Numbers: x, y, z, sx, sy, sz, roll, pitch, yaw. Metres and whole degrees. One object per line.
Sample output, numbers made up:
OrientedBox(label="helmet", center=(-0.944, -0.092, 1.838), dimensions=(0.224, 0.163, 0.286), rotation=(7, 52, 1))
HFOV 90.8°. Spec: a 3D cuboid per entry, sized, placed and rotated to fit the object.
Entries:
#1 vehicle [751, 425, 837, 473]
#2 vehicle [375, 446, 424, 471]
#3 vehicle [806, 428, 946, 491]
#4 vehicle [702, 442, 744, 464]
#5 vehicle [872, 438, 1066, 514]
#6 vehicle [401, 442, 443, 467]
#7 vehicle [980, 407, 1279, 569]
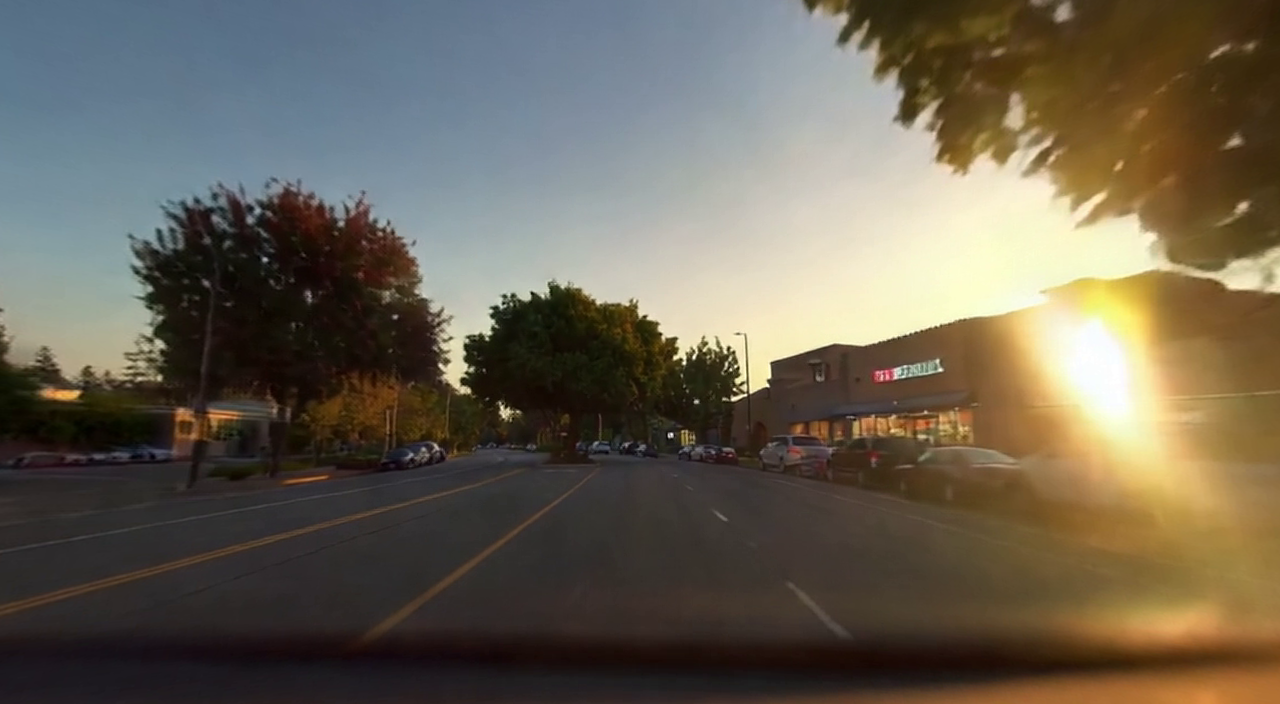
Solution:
OrientedBox(label="vehicle", center=(7.425, 4.823, 31.351), dimensions=(2.543, 2.114, 5.984), rotation=(0, -9, -2))
OrientedBox(label="vehicle", center=(-15.587, 6.905, 41.186), dimensions=(2.027, 1.470, 4.550), rotation=(1, -9, -8))
OrientedBox(label="vehicle", center=(7.515, 3.495, 20.854), dimensions=(2.425, 1.818, 5.028), rotation=(0, -9, -3))
OrientedBox(label="vehicle", center=(6.030, 7.407, 46.509), dimensions=(1.872, 1.515, 4.799), rotation=(1, -9, -8))
OrientedBox(label="vehicle", center=(7.422, 2.839, 15.031), dimensions=(1.870, 1.469, 5.136), rotation=(0, -9, 0))
OrientedBox(label="vehicle", center=(-15.940, 7.488, 46.327), dimensions=(1.927, 1.748, 4.474), rotation=(1, -9, -7))
OrientedBox(label="vehicle", center=(7.599, 1.821, 9.313), dimensions=(2.095, 1.693, 5.173), rotation=(0, -9, -2))
